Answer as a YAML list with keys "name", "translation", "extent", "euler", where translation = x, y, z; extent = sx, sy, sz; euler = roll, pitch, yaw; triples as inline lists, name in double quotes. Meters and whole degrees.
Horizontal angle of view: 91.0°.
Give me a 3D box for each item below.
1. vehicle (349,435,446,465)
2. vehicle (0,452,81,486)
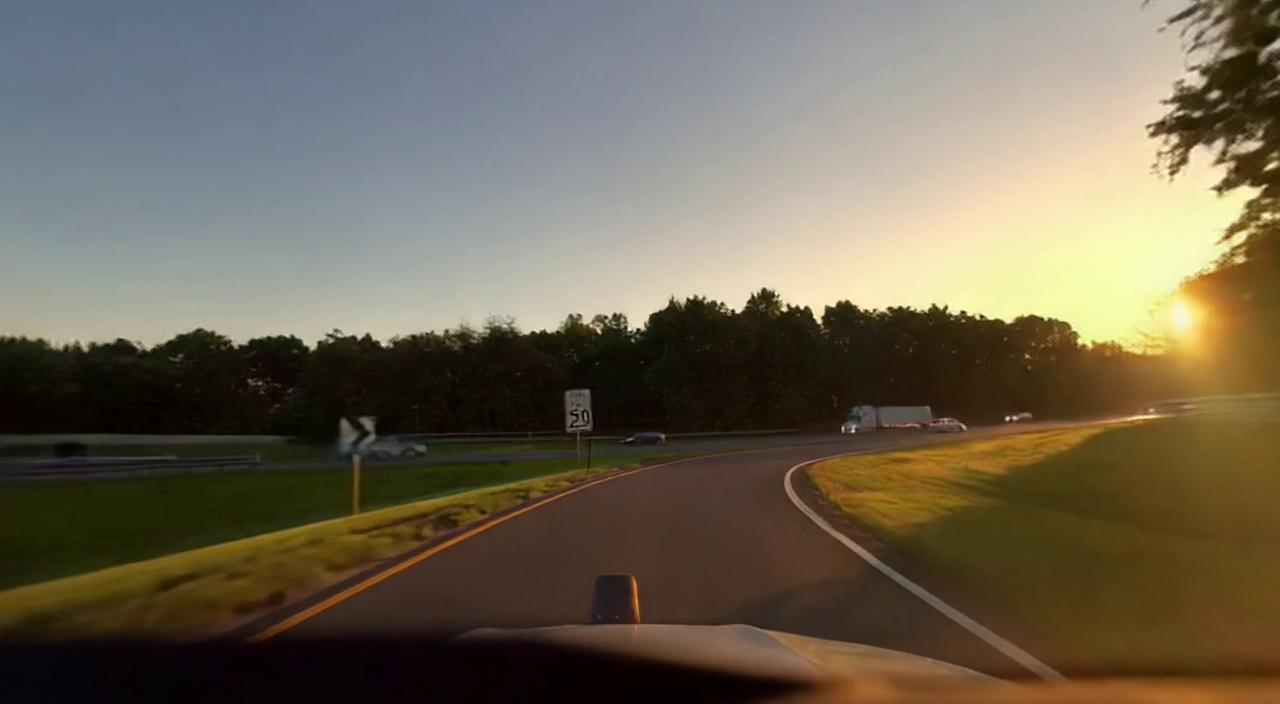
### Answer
- name: "vehicle"
  translation: [-13.827, 5.543, 35.927]
  extent: [4.843, 1.579, 2.135]
  euler: [4, -9, -30]
- name: "vehicle"
  translation: [-30.321, 5.628, 30.216]
  extent: [4.819, 1.496, 1.923]
  euler: [4, -9, -30]
